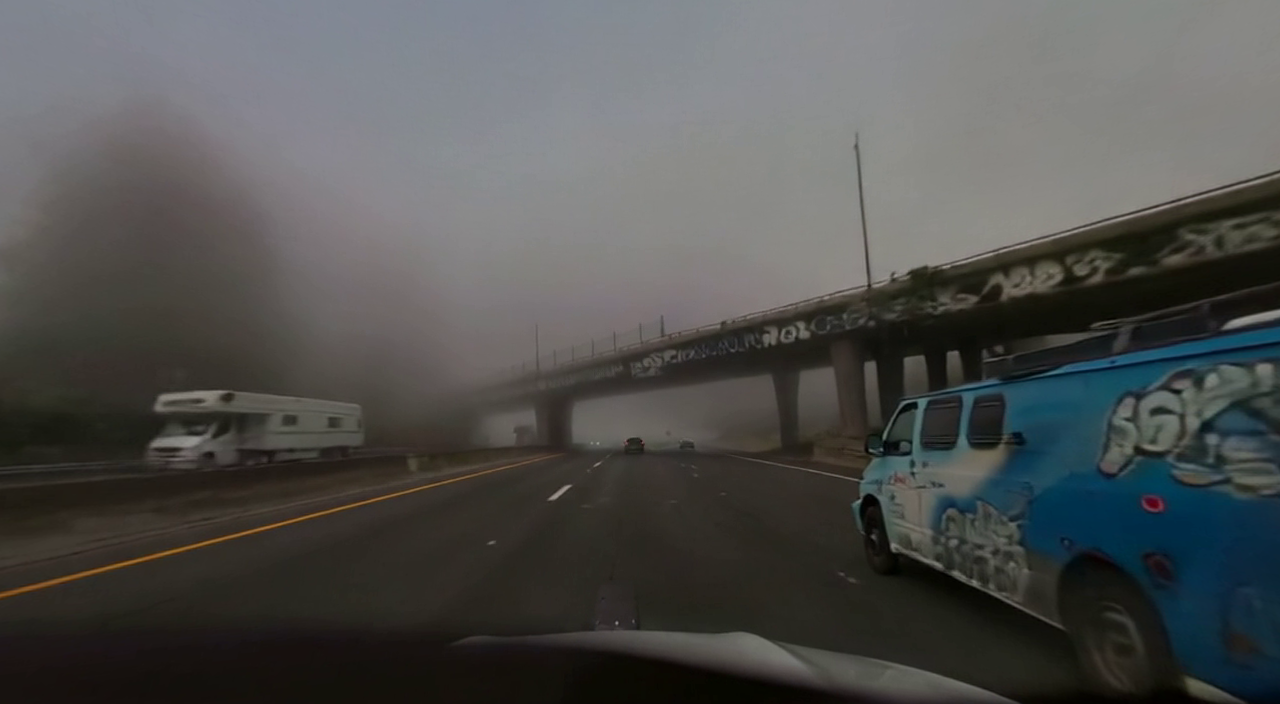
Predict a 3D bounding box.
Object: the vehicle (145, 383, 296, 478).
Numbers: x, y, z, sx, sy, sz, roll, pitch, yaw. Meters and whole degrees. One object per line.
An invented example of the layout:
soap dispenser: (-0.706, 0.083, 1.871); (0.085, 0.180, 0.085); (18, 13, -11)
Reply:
vehicle: (-19.081, 3.646, 29.254); (2.964, 3.949, 5.876); (0, -8, -2)
